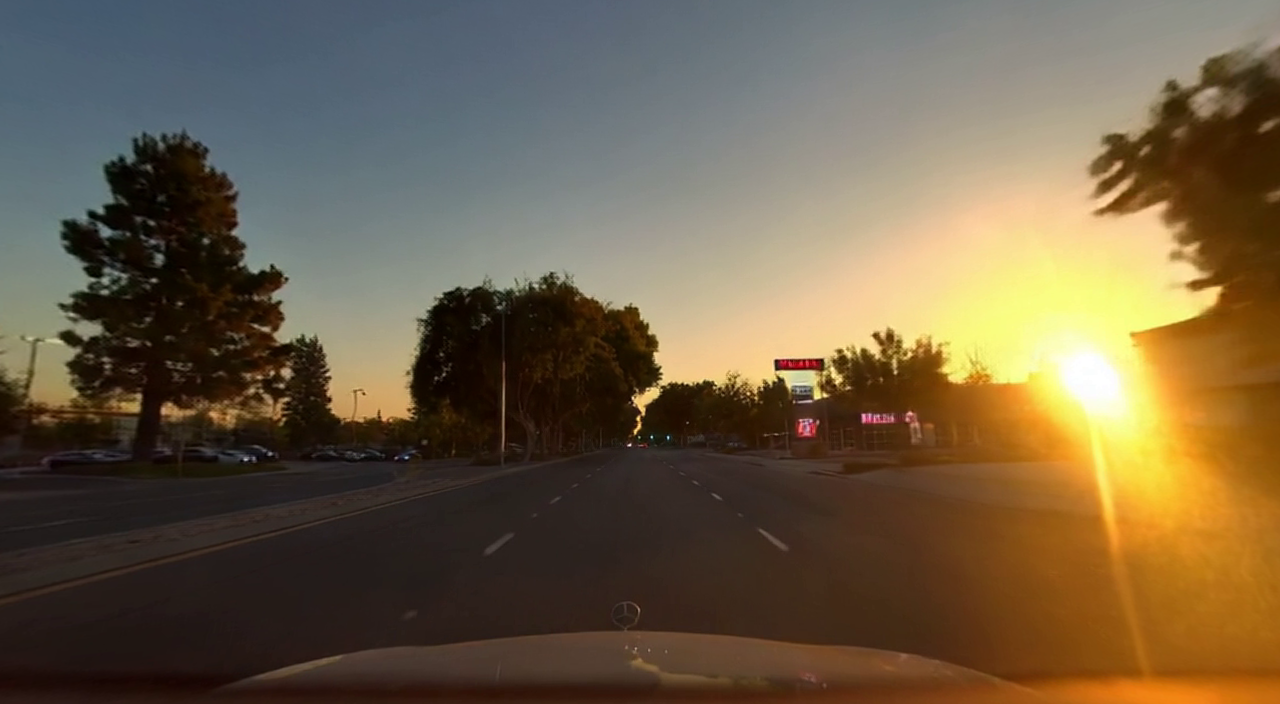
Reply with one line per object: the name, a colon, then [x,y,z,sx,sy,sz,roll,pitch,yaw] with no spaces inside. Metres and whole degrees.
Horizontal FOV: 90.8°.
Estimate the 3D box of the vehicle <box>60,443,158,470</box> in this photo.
vehicle: [-33.387,6.568,39.827,4.359,1.667,1.914,0,-8,-1]
